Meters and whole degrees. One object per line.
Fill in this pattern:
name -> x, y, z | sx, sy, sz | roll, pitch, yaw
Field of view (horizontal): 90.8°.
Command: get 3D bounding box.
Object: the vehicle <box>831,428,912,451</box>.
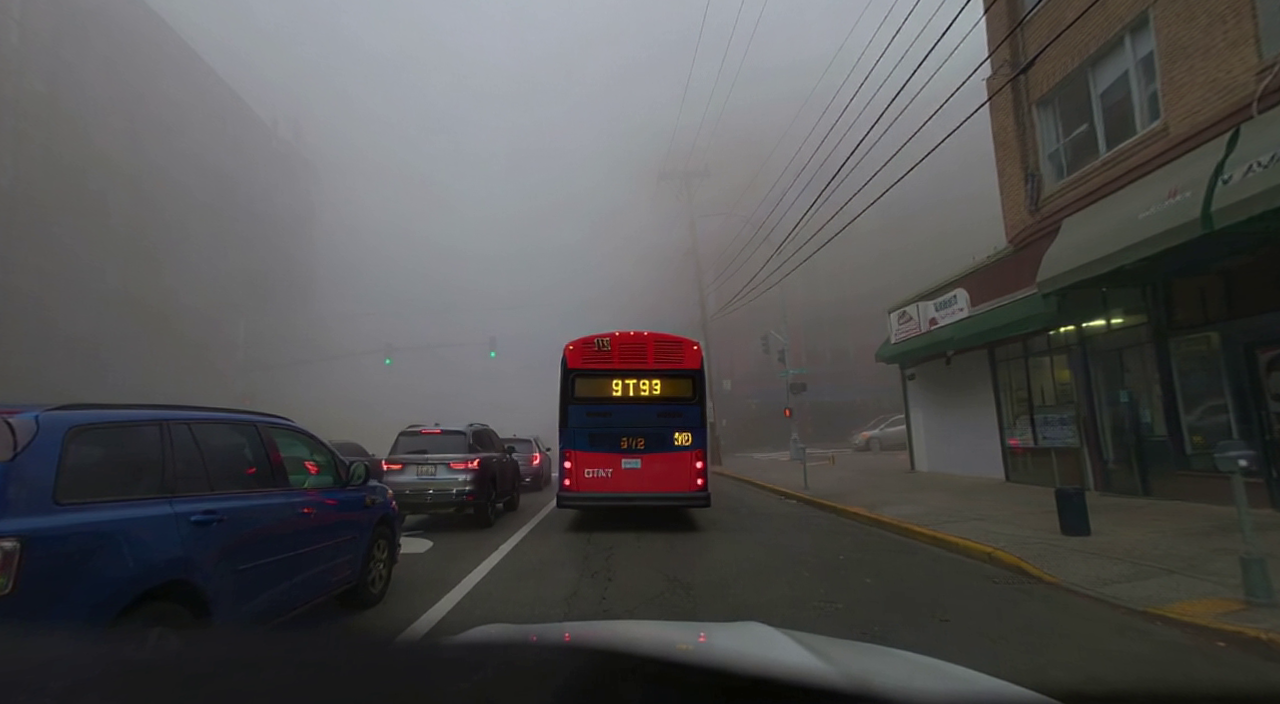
vehicle -> 15.626, 5.969, 42.893 | 4.774, 1.492, 1.802 | 0, -9, 3

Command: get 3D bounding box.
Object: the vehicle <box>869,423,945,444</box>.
vehicle -> 19.933, 6.095, 47.203 | 4.827, 1.555, 1.863 | 1, -9, -6

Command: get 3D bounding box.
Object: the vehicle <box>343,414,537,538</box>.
vehicle -> -3.348, 2.194, 11.775 | 2.096, 1.828, 4.669 | 0, -8, 0

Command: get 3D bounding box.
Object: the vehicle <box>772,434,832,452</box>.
vehicle -> 11.943, 6.730, 46.687 | 3.949, 1.337, 1.738 | 1, -9, -4

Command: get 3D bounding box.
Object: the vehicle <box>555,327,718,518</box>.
vehicle -> -0.299, 1.994, 16.537 | 2.938, 3.468, 9.972 | 0, -8, -3

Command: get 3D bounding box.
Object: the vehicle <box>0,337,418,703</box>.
vehicle -> -3.209, 1.090, 3.975 | 2.020, 1.725, 4.384 | 0, -8, 0
